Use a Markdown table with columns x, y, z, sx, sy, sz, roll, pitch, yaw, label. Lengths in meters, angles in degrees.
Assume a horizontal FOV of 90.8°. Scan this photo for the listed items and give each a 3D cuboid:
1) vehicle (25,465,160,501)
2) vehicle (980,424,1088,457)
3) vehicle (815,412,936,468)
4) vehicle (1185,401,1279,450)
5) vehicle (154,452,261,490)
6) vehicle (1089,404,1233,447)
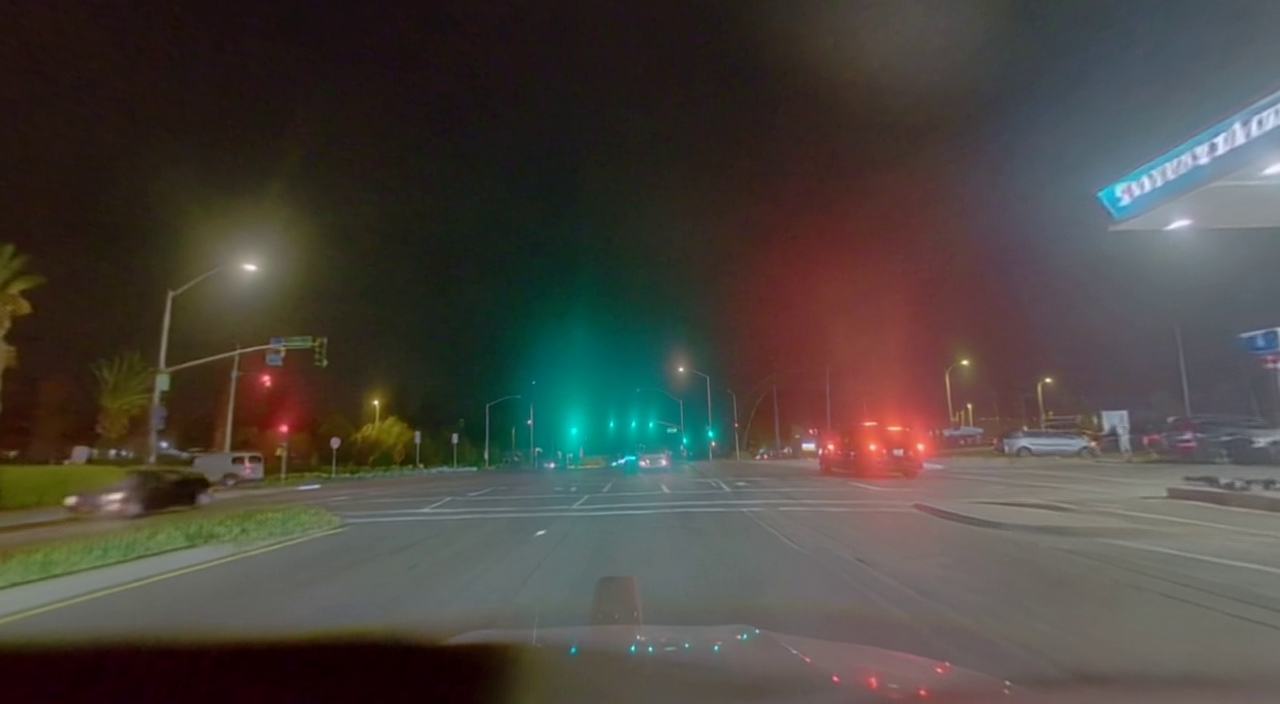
| x | y | z | sx | sy | sz | roll | pitch | yaw | label |
| --- | --- | --- | --- | --- | --- | --- | --- | --- | --- |
| -25.823 | 6.175 | 29.918 | 4.448 | 1.525 | 1.835 | 1 | -9 | -5 | vehicle |
| 21.608 | 4.890 | 34.782 | 4.578 | 1.756 | 2.042 | 0 | -8 | -4 | vehicle |
| 13.303 | 5.178 | 37.040 | 2.944 | 2.783 | 10.332 | 0 | -8 | -1 | vehicle |
| 29.905 | 3.487 | 29.804 | 6.052 | 2.171 | 2.511 | 0 | -8 | -2 | vehicle |
| -25.912 | 7.132 | 38.004 | 5.056 | 1.839 | 1.957 | -3 | -6 | -1 | vehicle |
| 28.927 | 4.136 | 35.257 | 5.625 | 2.303 | 2.592 | 0 | -8 | 2 | vehicle |
